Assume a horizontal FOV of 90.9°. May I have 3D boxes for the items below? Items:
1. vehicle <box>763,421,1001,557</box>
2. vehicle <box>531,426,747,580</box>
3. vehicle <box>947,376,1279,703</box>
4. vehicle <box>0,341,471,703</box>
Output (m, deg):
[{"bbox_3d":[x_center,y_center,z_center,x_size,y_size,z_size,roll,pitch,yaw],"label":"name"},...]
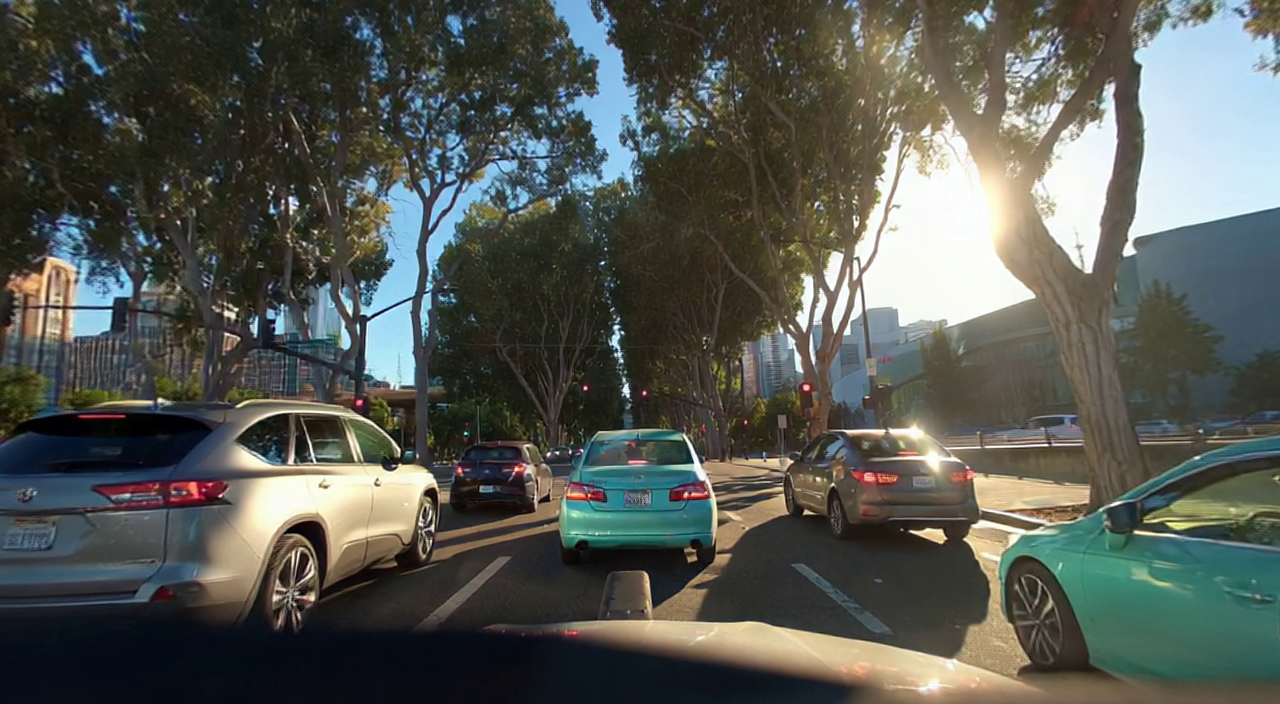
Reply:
[{"bbox_3d":[3.418,2.014,10.018,2.040,1.647,4.379,0,-9,0],"label":"vehicle"},{"bbox_3d":[-0.038,1.801,8.325,2.147,1.507,3.953,0,-8,-1],"label":"vehicle"},{"bbox_3d":[3.323,0.961,2.828,1.899,1.588,3.888,0,-9,0],"label":"vehicle"},{"bbox_3d":[-3.145,1.165,5.073,2.168,1.750,4.625,-1,-9,1],"label":"vehicle"}]
